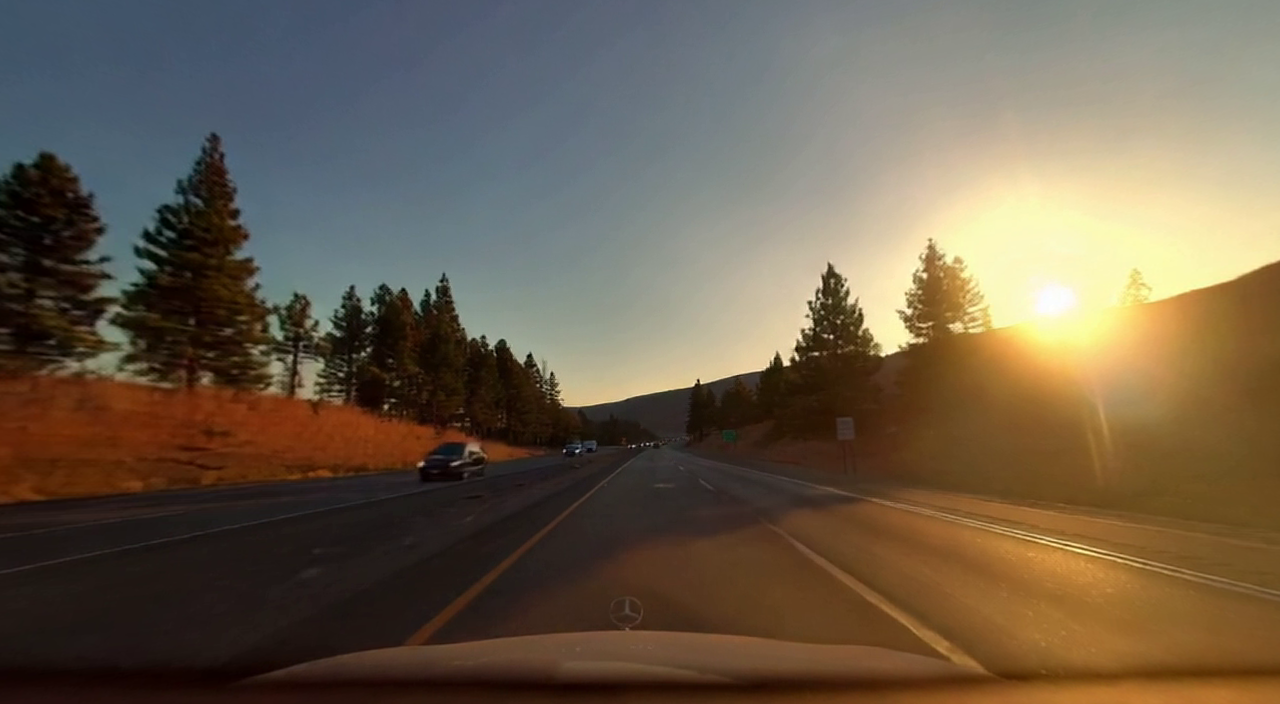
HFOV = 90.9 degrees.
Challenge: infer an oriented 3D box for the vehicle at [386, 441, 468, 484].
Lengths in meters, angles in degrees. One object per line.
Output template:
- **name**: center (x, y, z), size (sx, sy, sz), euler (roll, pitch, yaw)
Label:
- **vehicle**: center (-8.912, 4.623, 26.819), size (1.951, 1.654, 4.345), euler (0, -8, 1)
